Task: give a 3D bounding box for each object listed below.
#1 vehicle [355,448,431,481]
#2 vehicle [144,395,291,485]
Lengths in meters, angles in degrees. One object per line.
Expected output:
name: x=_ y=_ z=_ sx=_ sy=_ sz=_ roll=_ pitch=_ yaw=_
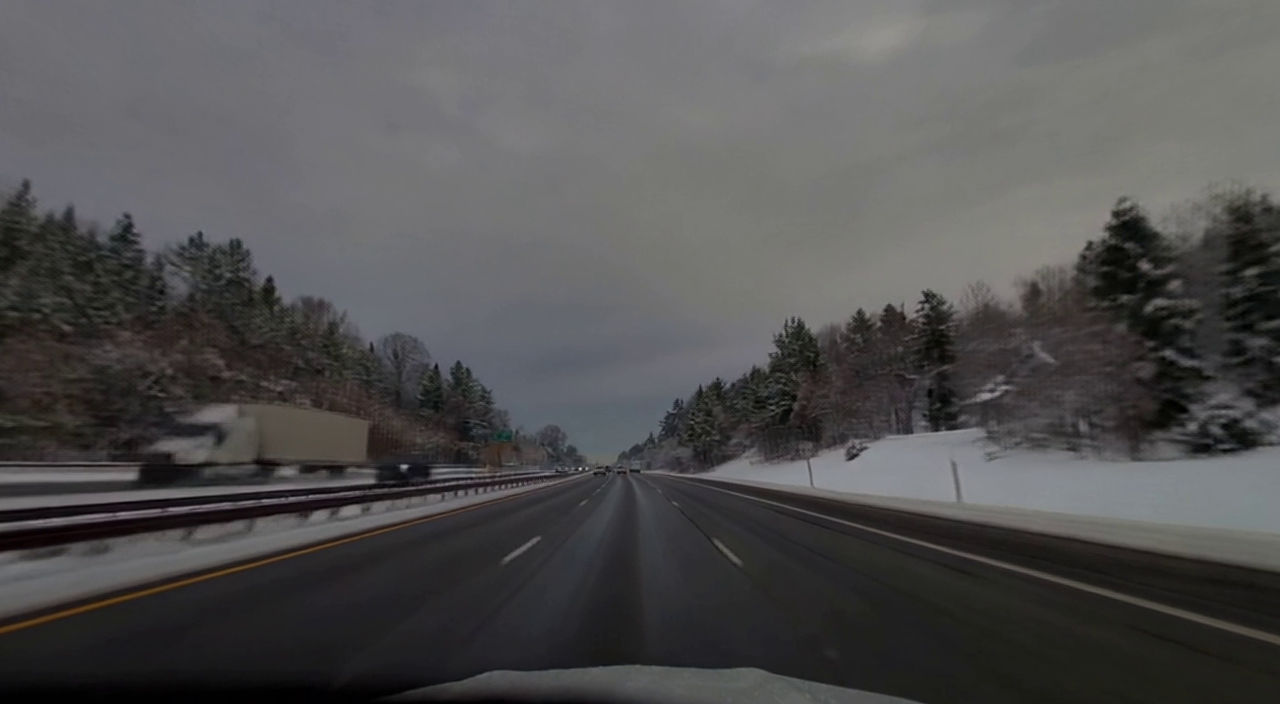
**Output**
vehicle: x=-12.713 y=5.844 z=32.770 sx=2.118 sy=1.557 sz=4.588 roll=1 pitch=-10 yaw=-1
vehicle: x=-20.448 y=4.455 z=31.054 sx=2.970 sy=3.961 sz=5.879 roll=1 pitch=-10 yaw=-1
